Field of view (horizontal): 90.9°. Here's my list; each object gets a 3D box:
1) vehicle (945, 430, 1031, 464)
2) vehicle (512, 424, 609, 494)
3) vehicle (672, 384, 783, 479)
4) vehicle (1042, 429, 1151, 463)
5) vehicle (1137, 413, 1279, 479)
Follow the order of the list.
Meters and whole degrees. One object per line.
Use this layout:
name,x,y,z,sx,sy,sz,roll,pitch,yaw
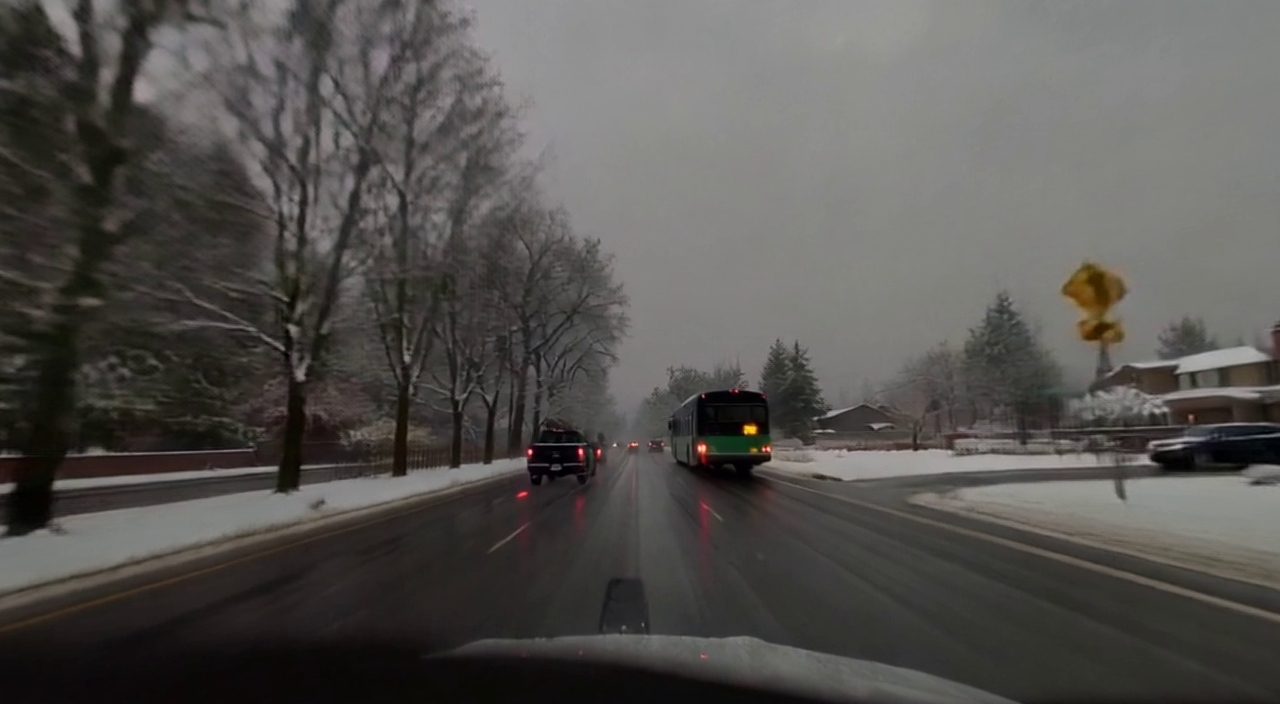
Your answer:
vehicle,16.545,4.584,30.264,1.797,1.455,4.342,-2,-9,3
vehicle,-2.255,3.225,19.424,2.074,1.849,5.137,-1,-8,3
vehicle,3.332,3.641,27.990,3.059,3.264,12.623,0,-8,0
vehicle,21.843,4.546,30.429,1.905,1.481,4.731,-1,-8,3
vehicle,16.677,2.645,17.831,1.972,1.648,4.016,-1,-8,2
